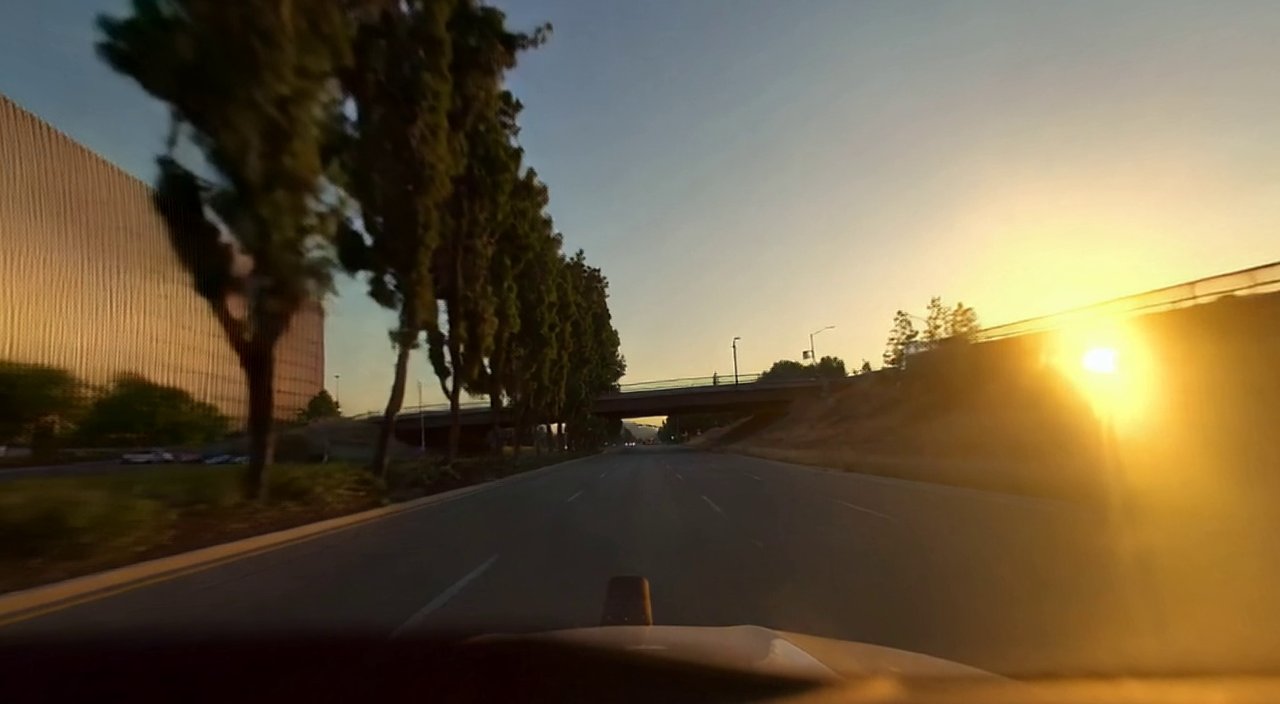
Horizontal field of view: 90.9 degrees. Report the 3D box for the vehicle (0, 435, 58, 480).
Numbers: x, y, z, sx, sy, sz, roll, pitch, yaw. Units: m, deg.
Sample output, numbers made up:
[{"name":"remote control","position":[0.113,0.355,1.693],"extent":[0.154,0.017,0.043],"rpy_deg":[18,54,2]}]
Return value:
[{"name":"vehicle","position":[-48.786,8.224,49.396],"extent":[7.952,3.263,2.871],"rpy_deg":[-7,-10,36]}]
